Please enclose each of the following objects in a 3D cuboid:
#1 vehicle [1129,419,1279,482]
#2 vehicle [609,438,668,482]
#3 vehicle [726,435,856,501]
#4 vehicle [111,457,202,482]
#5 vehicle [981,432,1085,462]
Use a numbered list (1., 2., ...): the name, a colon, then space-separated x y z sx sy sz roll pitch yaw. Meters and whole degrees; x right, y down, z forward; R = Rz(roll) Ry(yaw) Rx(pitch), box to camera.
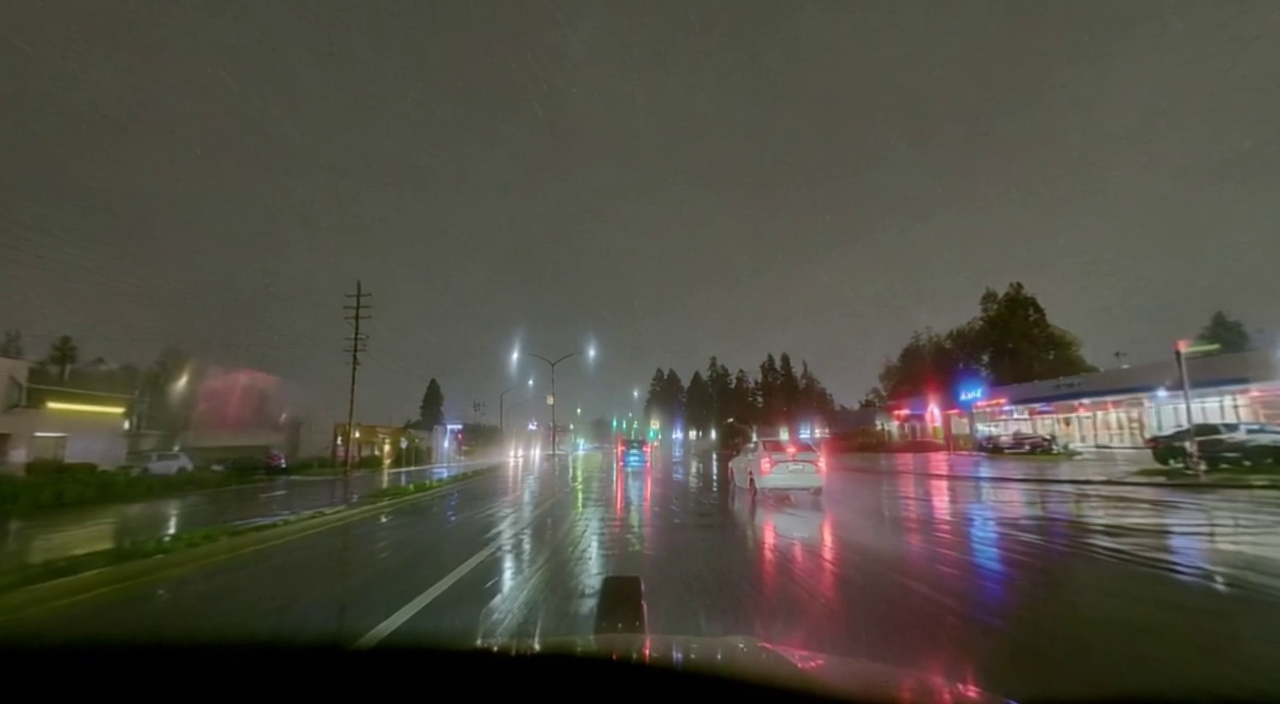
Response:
1. vehicle: 20.465 3.416 22.096 4.697 1.832 2.092 -4 -9 -1
2. vehicle: -0.087 3.947 23.270 1.998 1.452 3.773 0 -9 -1
3. vehicle: 3.758 2.990 16.677 2.153 1.456 4.705 0 -9 -2
4. vehicle: -29.870 7.249 38.960 4.155 1.486 1.706 0 -8 -2
5. vehicle: 20.505 4.954 32.957 4.296 1.496 1.891 1 -9 -8
